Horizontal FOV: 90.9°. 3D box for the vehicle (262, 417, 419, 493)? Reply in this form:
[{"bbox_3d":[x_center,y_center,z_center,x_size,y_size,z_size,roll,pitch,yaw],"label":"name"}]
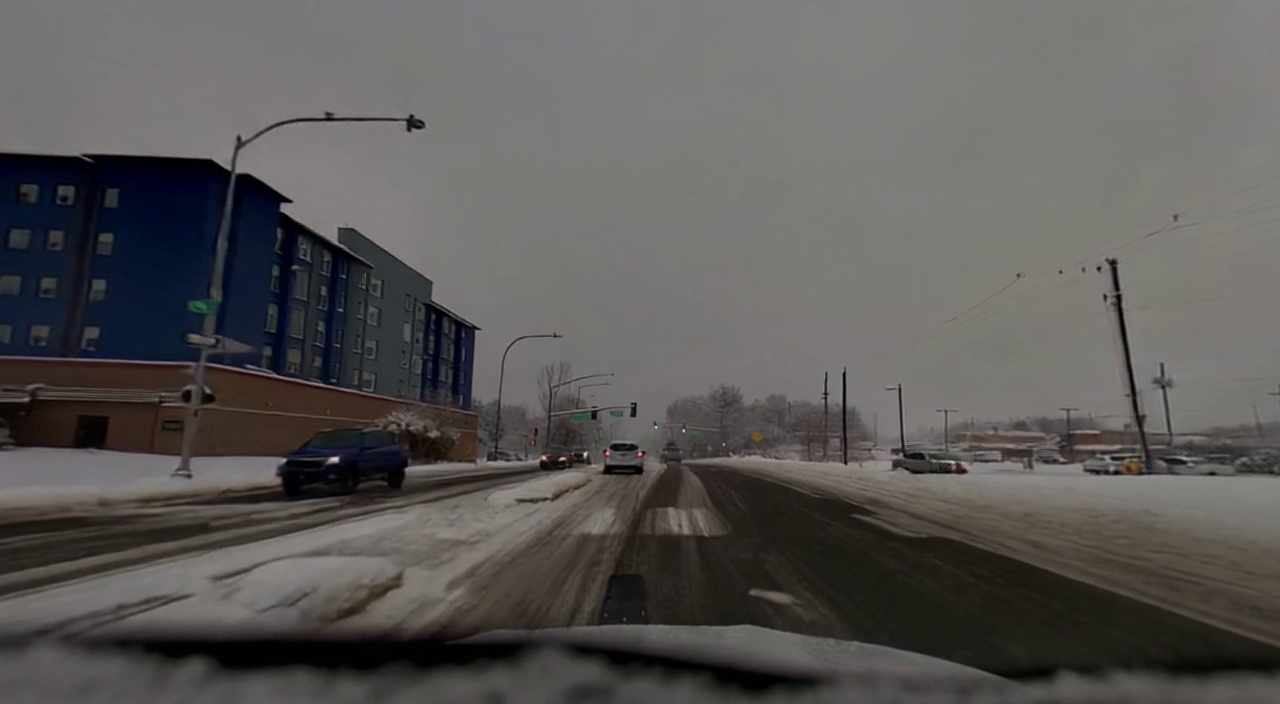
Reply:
[{"bbox_3d":[-9.013,3.164,19.623,2.393,2.059,4.739,-1,-8,2],"label":"vehicle"}]

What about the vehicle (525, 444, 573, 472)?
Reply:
[{"bbox_3d":[-5.261,6.164,36.834,1.973,1.502,4.275,-1,-8,3],"label":"vehicle"}]

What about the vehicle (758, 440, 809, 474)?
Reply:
[{"bbox_3d":[8.031,5.896,35.663,1.952,1.749,4.311,-1,-8,2],"label":"vehicle"}]

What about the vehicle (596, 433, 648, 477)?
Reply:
[{"bbox_3d":[-0.814,4.561,28.260,2.160,1.786,4.702,0,-8,-2],"label":"vehicle"}]
